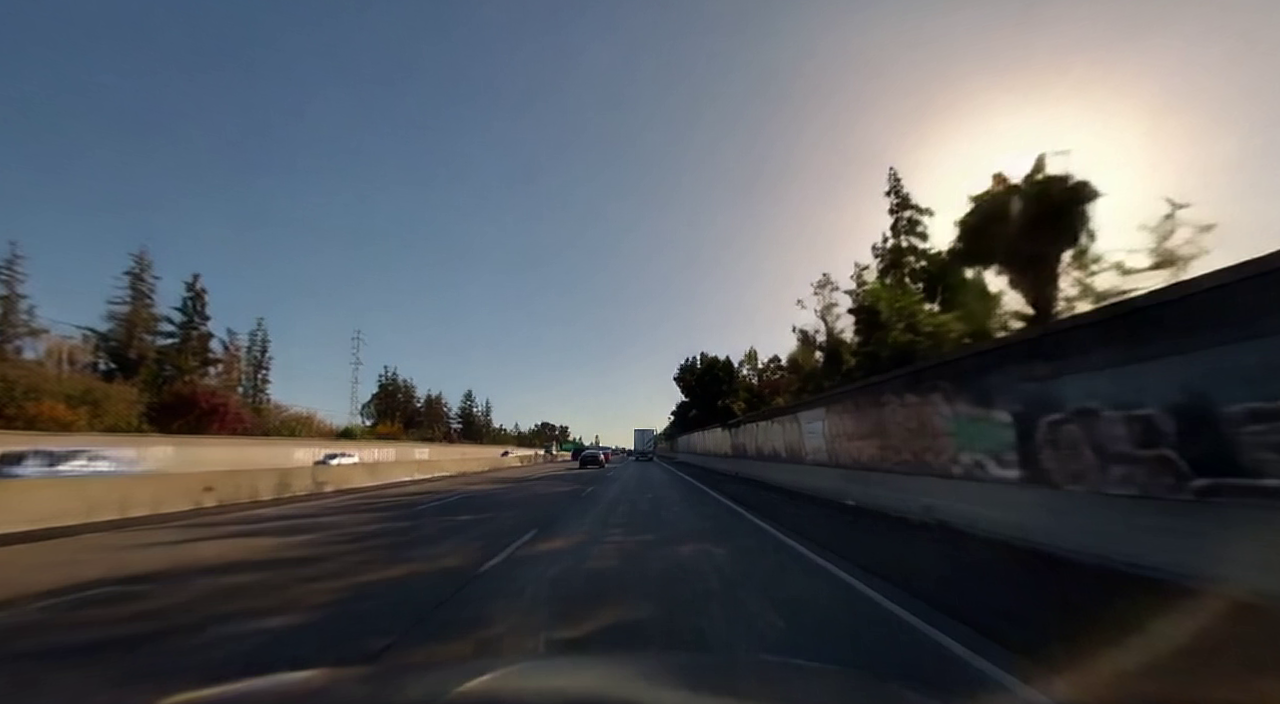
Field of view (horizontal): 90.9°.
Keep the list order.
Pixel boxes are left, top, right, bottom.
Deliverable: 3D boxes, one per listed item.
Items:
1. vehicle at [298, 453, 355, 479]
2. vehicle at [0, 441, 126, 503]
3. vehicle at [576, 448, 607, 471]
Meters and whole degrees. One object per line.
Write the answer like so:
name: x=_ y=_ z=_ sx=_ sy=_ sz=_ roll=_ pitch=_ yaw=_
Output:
vehicle: x=-22.680 y=8.219 z=45.790 sx=1.758 sy=1.748 sz=4.516 roll=0 pitch=-9 yaw=1
vehicle: x=-18.094 y=3.423 z=18.275 sx=1.980 sy=1.638 sz=5.194 roll=0 pitch=-9 yaw=0
vehicle: x=-3.323 y=7.472 z=44.037 sx=1.803 sy=1.466 sz=4.509 roll=0 pitch=-9 yaw=0
